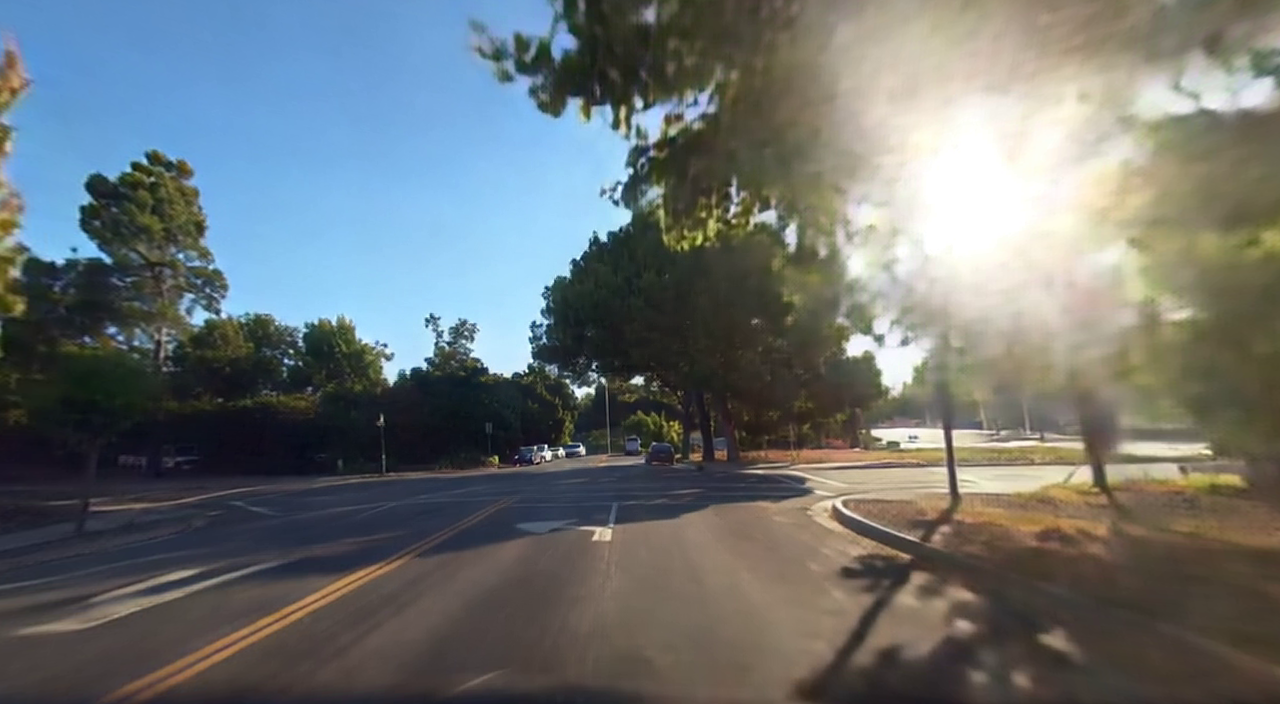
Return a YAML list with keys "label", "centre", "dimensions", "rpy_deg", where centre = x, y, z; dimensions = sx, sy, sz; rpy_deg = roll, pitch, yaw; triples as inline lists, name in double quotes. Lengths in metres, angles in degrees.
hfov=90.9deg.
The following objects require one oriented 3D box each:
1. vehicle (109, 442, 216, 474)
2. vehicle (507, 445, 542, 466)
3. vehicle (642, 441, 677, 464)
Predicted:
- label: "vehicle"
  centre: [-28.021, 6.203, 37.065]
  dimensions: [4.986, 1.796, 2.066]
  rpy_deg: [-1, -8, 11]
- label: "vehicle"
  centre: [-8.762, 7.871, 48.208]
  dimensions: [2.102, 1.507, 4.049]
  rpy_deg: [0, -8, -3]
- label: "vehicle"
  centre: [1.277, 6.825, 43.028]
  dimensions: [2.051, 1.461, 4.100]
  rpy_deg: [0, -8, -2]
